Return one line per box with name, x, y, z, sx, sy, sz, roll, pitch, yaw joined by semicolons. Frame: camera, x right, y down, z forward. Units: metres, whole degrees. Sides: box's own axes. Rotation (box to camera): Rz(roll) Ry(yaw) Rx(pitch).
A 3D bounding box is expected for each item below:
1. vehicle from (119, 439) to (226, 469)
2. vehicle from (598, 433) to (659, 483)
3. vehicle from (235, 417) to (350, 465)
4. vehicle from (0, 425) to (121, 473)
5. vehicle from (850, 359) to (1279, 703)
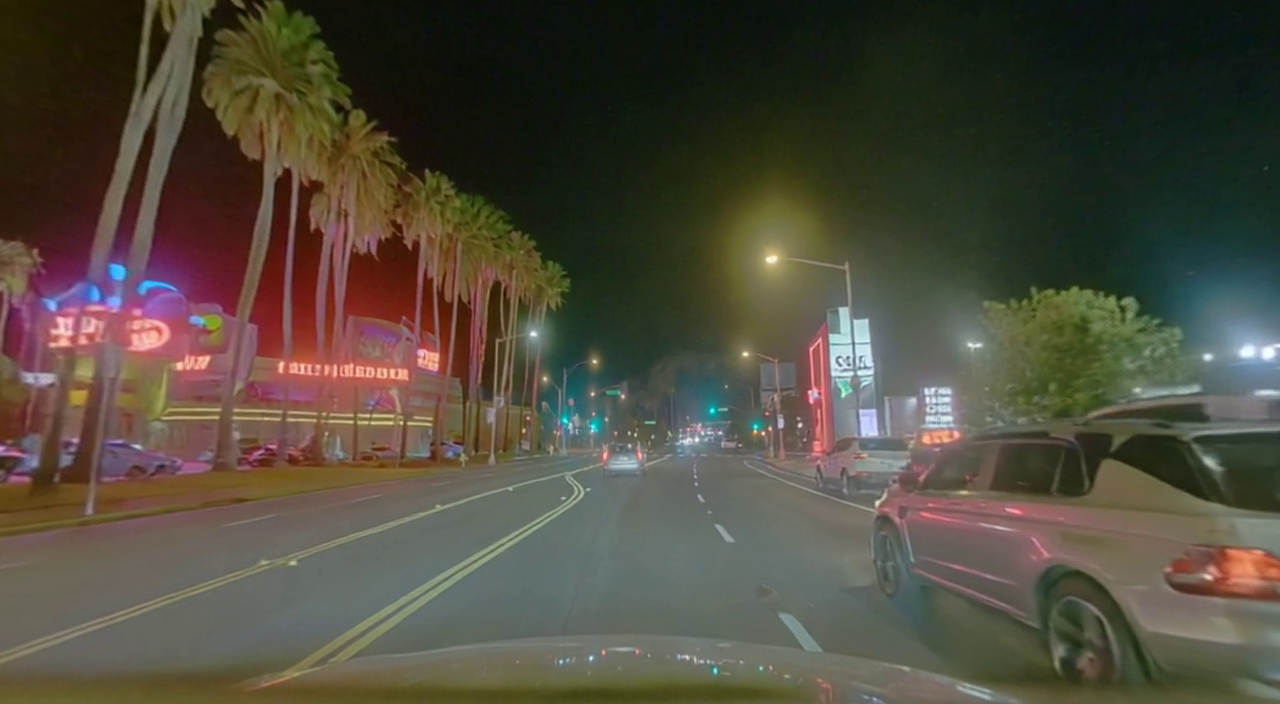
vehicle;-29.177;6.380;39.645;1.863;1.733;4.974;-5;-10;27
vehicle;-0.421;3.934;23.690;2.063;1.664;4.471;0;-8;0
vehicle;-20.882;5.429;38.362;2.198;2.684;5.751;-4;-9;25
vehicle;-32.562;5.128;33.578;2.562;2.387;6.989;-4;-10;29
vehicle;3.210;1.159;4.435;1.983;1.654;4.354;0;-8;0
